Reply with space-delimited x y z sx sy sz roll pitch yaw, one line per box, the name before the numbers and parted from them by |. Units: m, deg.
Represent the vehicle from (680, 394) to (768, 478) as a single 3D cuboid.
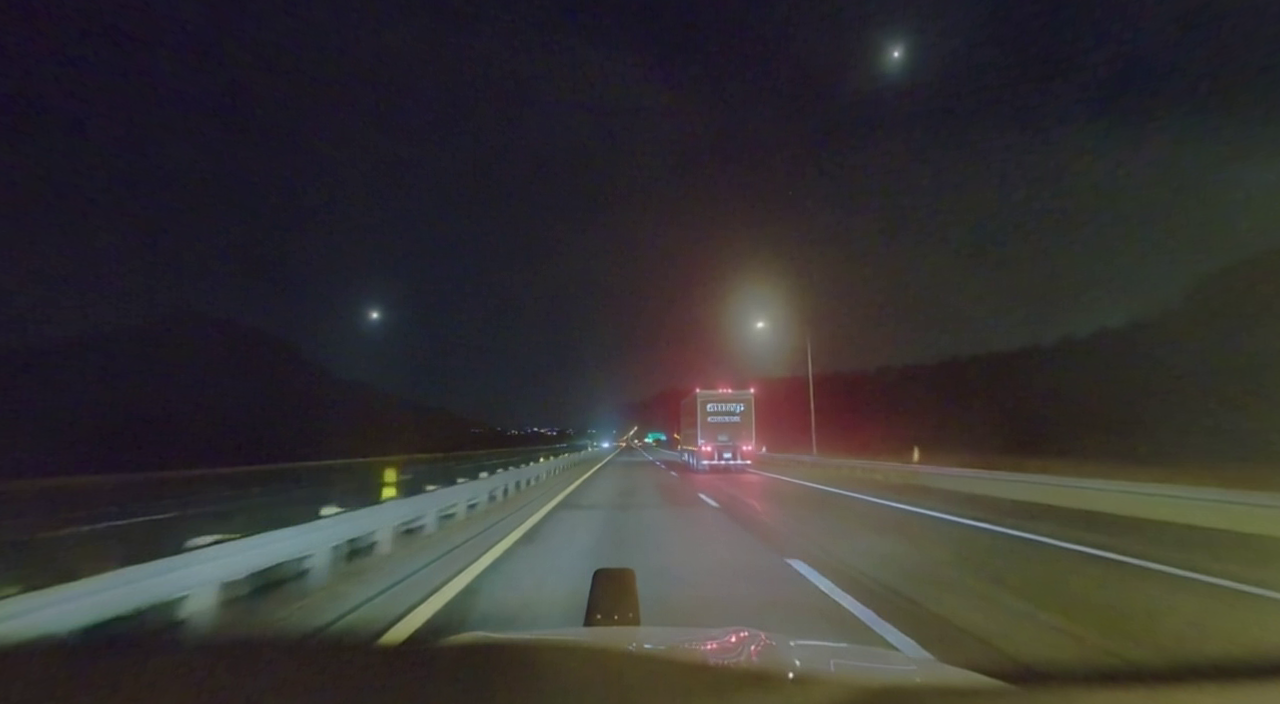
vehicle | 3.482 3.744 28.018 2.702 3.193 7.196 0 -8 -1
